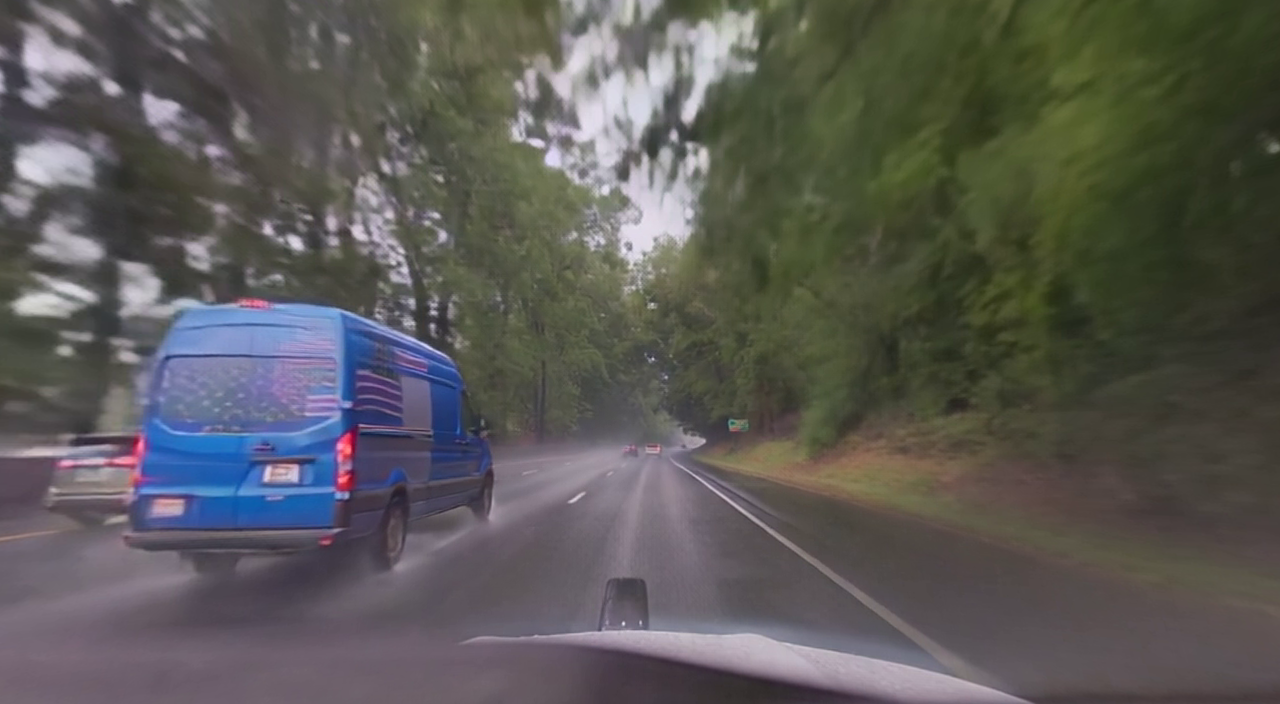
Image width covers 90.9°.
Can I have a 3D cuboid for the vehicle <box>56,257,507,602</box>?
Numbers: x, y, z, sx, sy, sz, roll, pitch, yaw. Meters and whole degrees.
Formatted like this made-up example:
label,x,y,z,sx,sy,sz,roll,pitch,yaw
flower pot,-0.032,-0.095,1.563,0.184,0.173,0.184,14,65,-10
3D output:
label,x,y,z,sx,sy,sz,roll,pitch,yaw
vehicle,-3.558,1.014,8.126,2.319,2.883,5.632,0,-8,1
